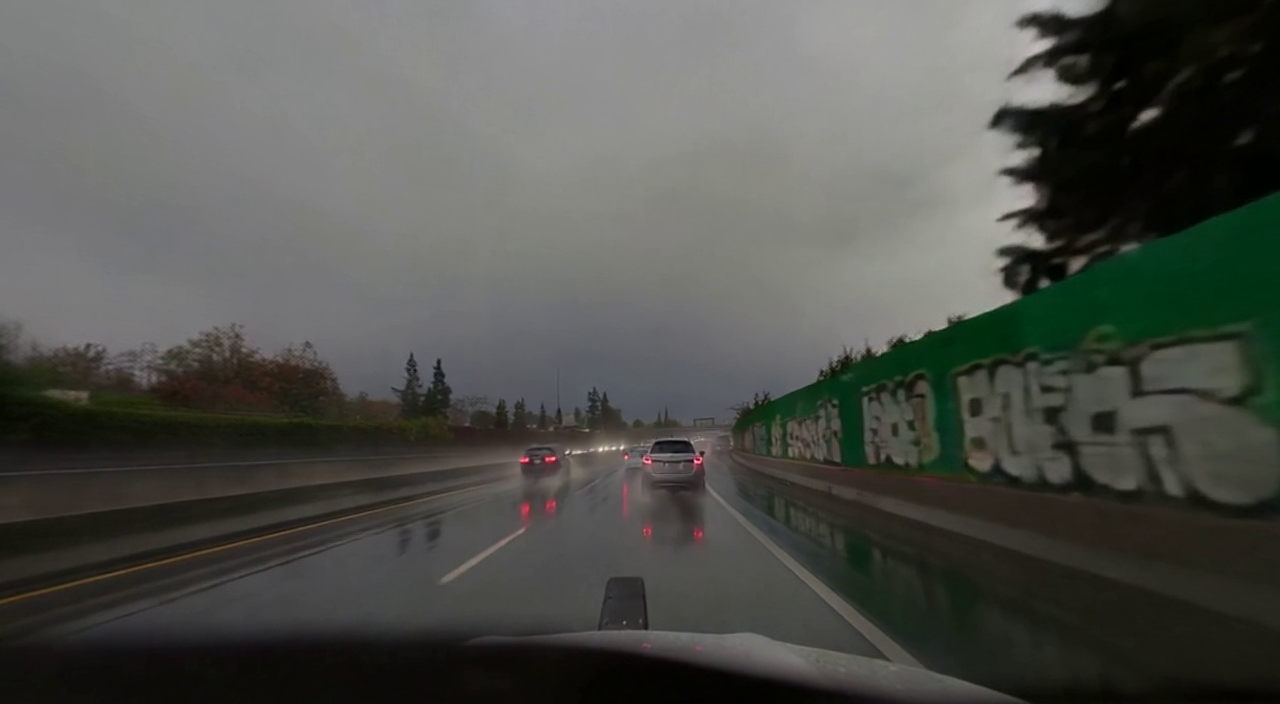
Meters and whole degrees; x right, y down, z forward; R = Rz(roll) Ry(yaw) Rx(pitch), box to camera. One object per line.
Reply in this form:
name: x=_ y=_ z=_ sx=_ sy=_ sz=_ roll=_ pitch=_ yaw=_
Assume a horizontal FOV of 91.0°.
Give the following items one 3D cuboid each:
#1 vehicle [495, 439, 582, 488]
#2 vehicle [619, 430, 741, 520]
vehicle: x=-3.264 y=3.667 z=21.117 sx=2.059 sy=1.471 sz=4.152 roll=0 pitch=-8 yaw=3
vehicle: x=0.734 y=2.394 z=12.765 sx=2.077 sy=1.533 sz=3.854 roll=0 pitch=-8 yaw=2
